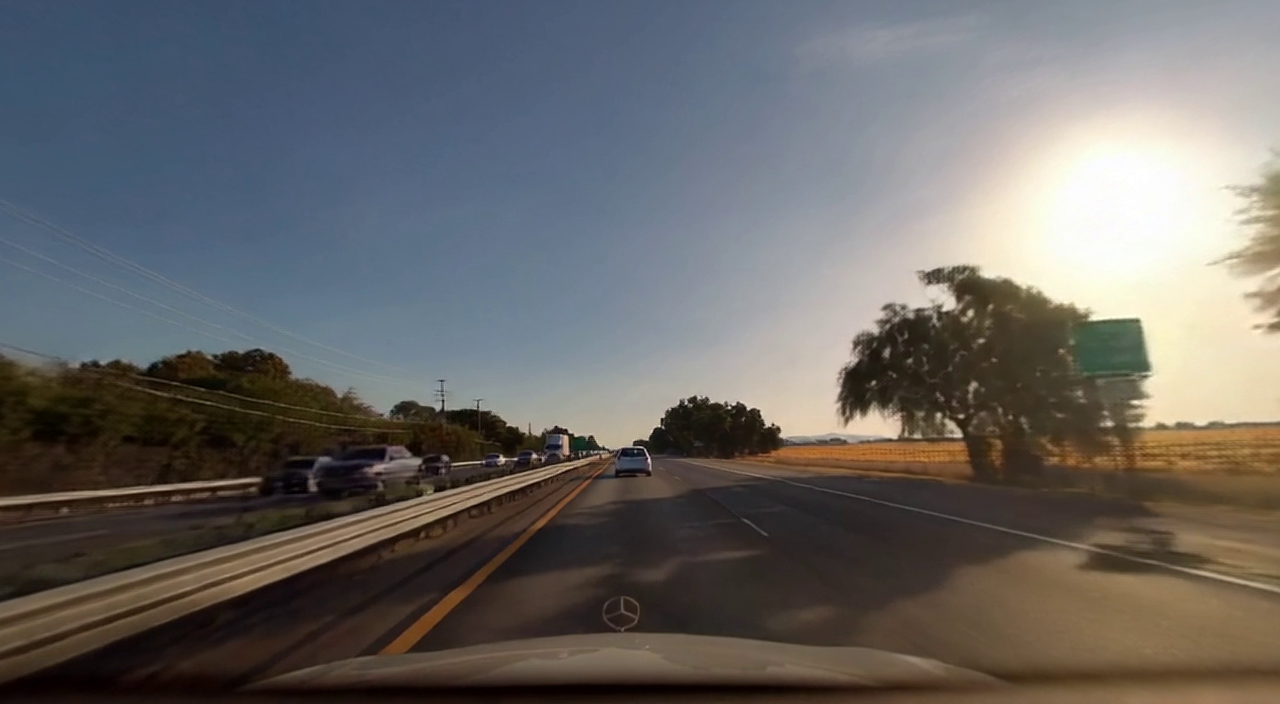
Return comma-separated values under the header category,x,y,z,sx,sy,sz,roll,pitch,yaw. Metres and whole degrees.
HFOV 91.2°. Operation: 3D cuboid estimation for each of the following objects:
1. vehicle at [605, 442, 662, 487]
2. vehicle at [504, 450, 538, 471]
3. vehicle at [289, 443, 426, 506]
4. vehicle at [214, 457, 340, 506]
category,x,y,z,sx,sy,sz,roll,pitch,yaw
vehicle,-0.284,4.217,23.715,1.971,1.518,4.108,0,-9,-2
vehicle,-9.136,8.381,48.422,1.893,1.519,4.127,0,-9,-1
vehicle,-8.336,3.627,19.034,2.090,1.653,4.437,0,-9,0
vehicle,-12.797,4.558,22.492,1.864,1.488,4.473,0,-9,-1
